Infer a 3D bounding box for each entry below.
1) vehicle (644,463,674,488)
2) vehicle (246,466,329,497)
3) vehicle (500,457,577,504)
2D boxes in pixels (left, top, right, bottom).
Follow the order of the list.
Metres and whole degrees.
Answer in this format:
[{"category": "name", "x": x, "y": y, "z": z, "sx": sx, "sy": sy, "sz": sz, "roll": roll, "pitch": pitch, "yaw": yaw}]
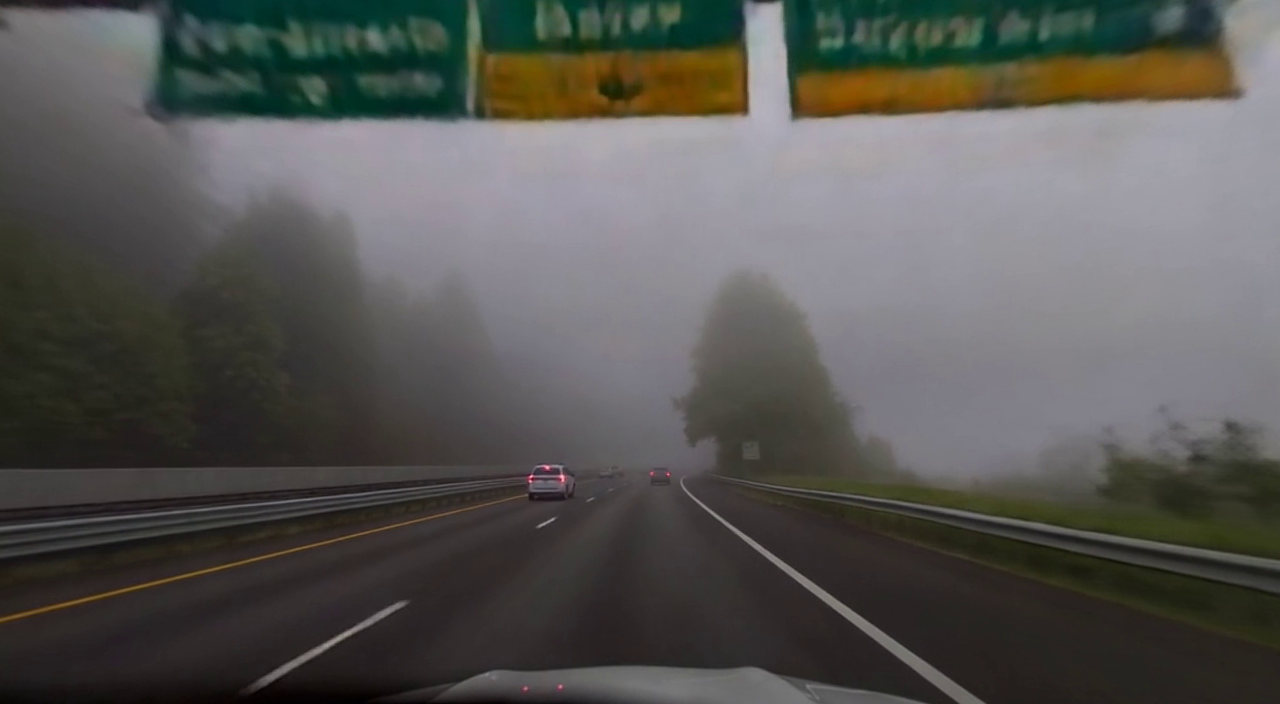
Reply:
[{"category": "vehicle", "x": 1.390, "y": 8.721, "z": 44.618, "sx": 2.000, "sy": 1.594, "sz": 3.996, "roll": 1, "pitch": -10, "yaw": 2}, {"category": "vehicle", "x": -18.003, "y": 6.624, "z": 32.416, "sx": 1.760, "sy": 1.442, "sz": 4.112, "roll": 1, "pitch": -10, "yaw": 2}, {"category": "vehicle", "x": -3.732, "y": 4.880, "z": 24.098, "sx": 2.063, "sy": 1.556, "sz": 4.740, "roll": 1, "pitch": -10, "yaw": 1}]
